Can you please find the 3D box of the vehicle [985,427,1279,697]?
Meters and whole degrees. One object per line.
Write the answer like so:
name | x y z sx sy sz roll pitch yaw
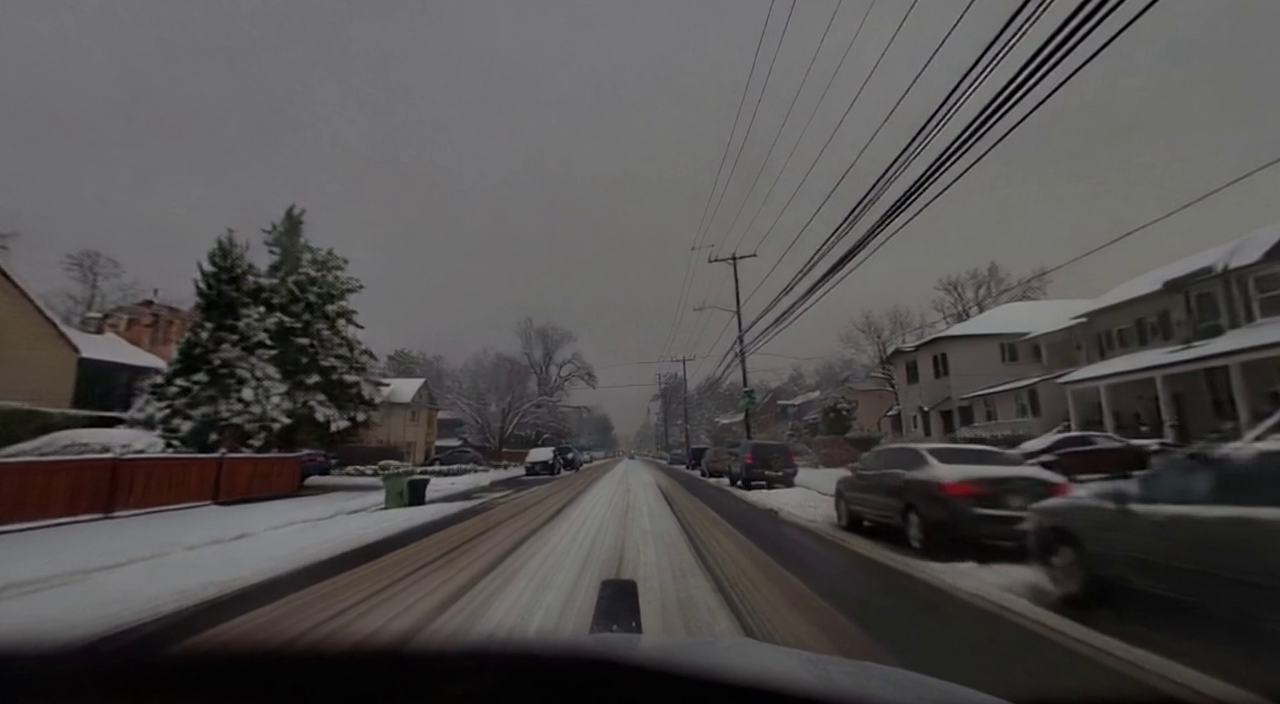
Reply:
vehicle | 4.634 1.296 4.153 1.835 1.554 4.870 0 -9 -2

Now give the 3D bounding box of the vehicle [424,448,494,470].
vehicle | -13.163 7.805 46.249 4.556 1.510 1.843 0 -9 -2

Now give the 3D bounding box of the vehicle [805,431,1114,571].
vehicle | 4.339 2.100 9.897 1.998 1.573 5.318 0 -9 -1

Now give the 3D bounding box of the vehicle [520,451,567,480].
vehicle | -5.443 6.406 35.945 2.031 1.468 4.165 -2 -9 0

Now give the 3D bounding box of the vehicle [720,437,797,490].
vehicle | 4.524 4.323 24.829 2.086 1.885 4.323 0 -9 -1
